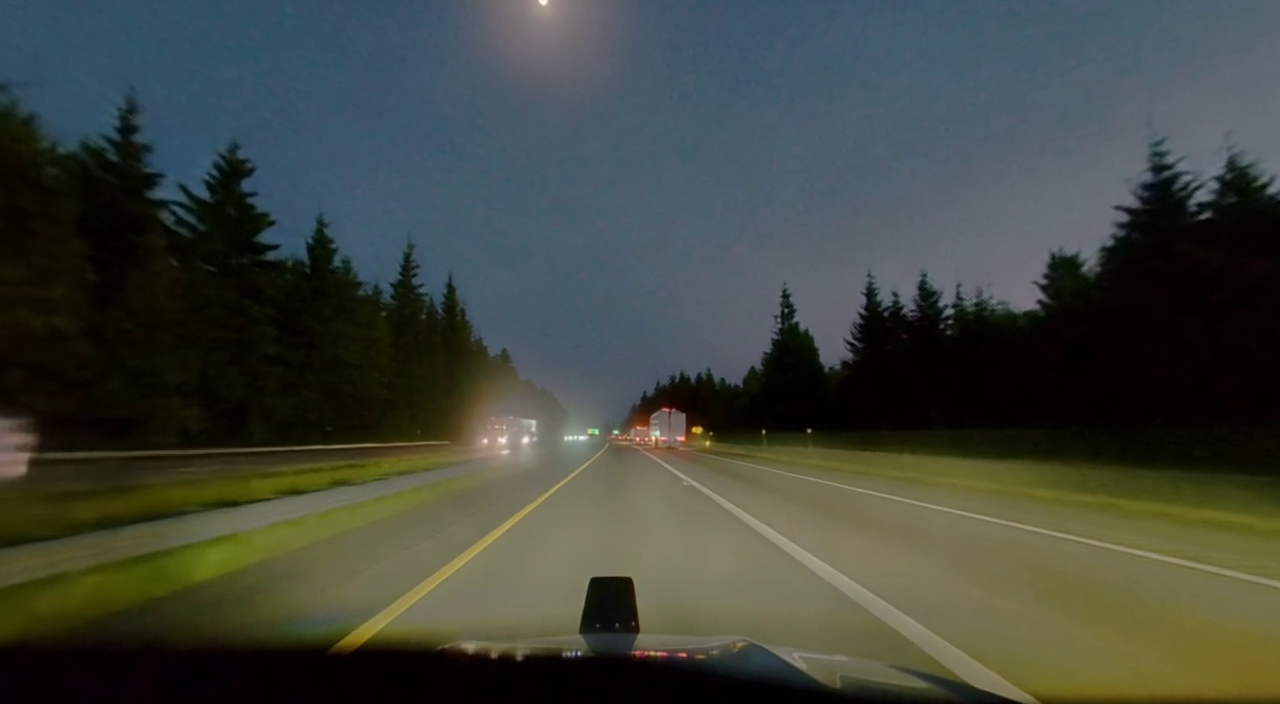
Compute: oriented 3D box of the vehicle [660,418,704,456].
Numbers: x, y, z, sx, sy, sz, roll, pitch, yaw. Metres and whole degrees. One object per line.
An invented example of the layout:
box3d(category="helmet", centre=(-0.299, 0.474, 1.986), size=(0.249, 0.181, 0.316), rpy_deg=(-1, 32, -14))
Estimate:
box3d(category="vehicle", centre=(3.148, 6.601, 49.159), size=(2.741, 2.716, 6.323), rpy_deg=(0, -8, -3))
